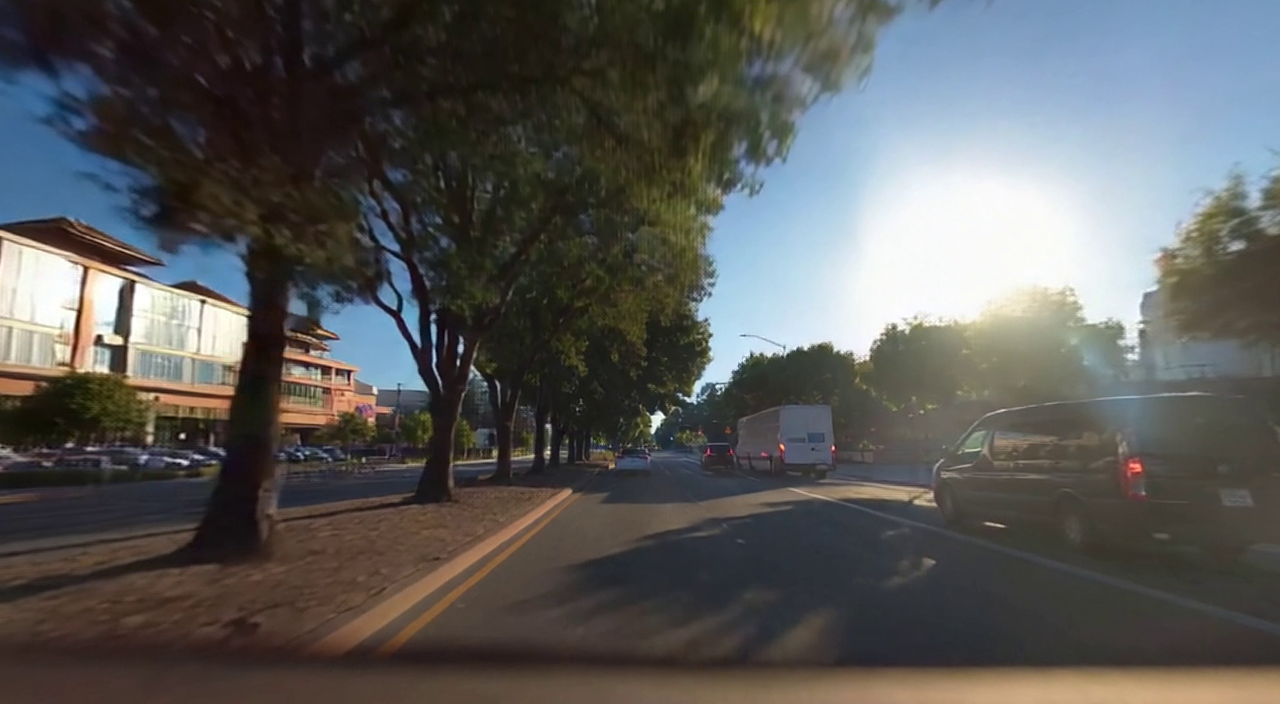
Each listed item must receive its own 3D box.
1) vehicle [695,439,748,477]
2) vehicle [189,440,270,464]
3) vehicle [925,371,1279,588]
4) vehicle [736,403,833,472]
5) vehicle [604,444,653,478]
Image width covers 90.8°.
[{"bbox_3d":[3.863,5.084,30.574,2.047,1.711,4.265,0,-8,1],"label":"vehicle"},{"bbox_3d":[-29.519,7.221,45.561,4.377,1.665,2.129,-1,-8,3],"label":"vehicle"},{"bbox_3d":[6.744,1.661,9.091,2.573,2.127,5.568,0,-8,-1],"label":"vehicle"},{"bbox_3d":[9.966,6.387,46.469,2.960,4.109,16.764,0,-8,-1],"label":"vehicle"},{"bbox_3d":[-0.508,4.996,29.192,2.095,1.456,3.873,0,-8,0],"label":"vehicle"}]
